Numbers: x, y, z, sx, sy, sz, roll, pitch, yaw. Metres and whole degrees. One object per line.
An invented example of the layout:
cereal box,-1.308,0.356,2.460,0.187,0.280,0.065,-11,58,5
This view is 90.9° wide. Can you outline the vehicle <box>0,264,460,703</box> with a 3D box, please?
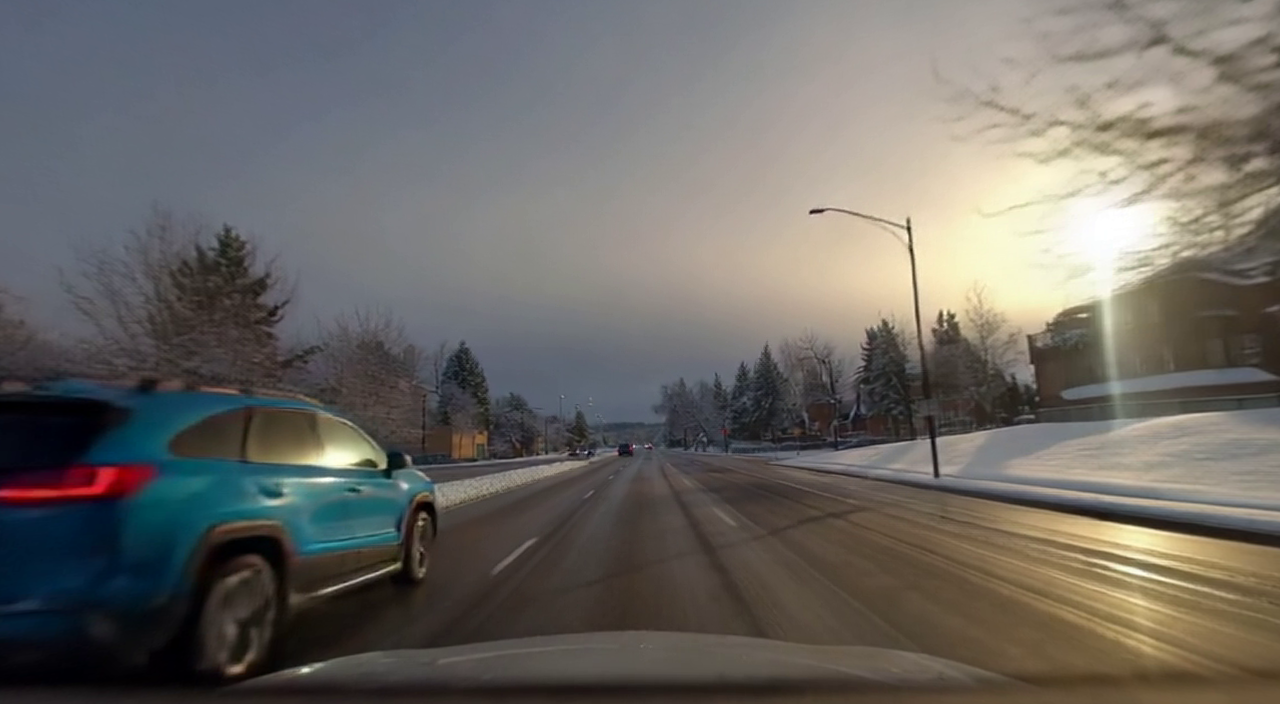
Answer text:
vehicle,-3.038,0.997,4.222,2.179,1.851,4.756,0,-9,1
